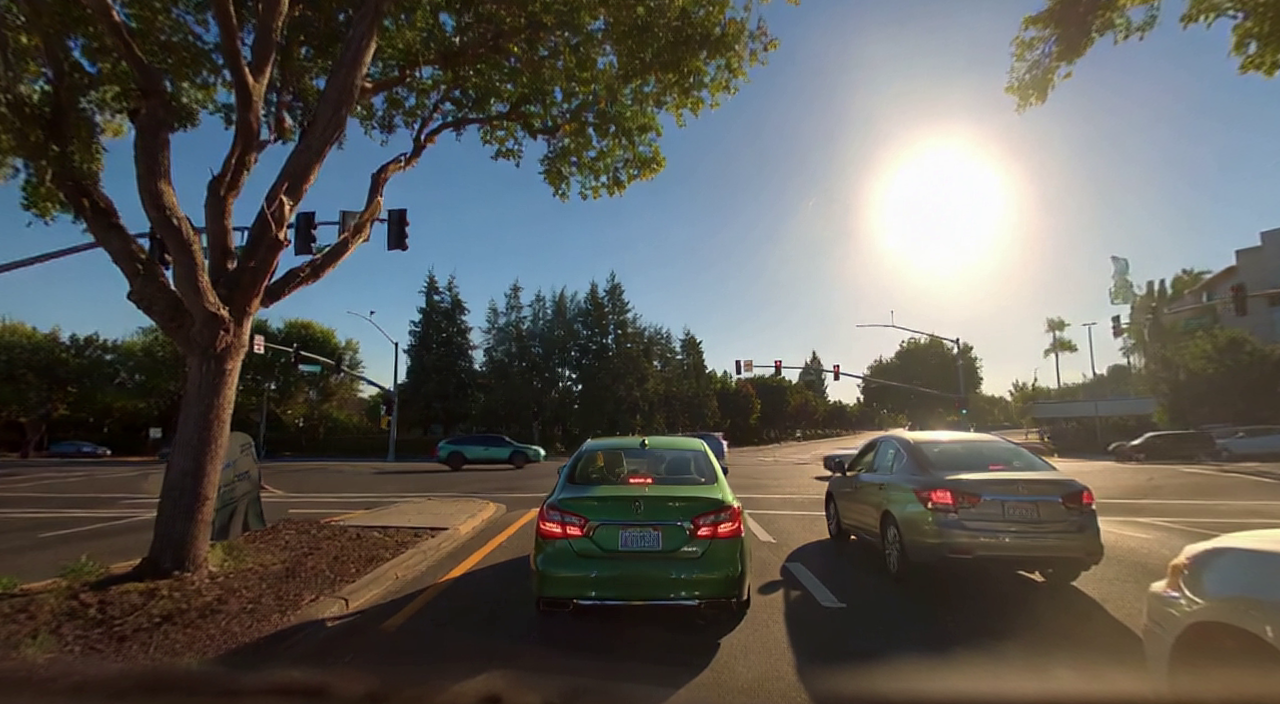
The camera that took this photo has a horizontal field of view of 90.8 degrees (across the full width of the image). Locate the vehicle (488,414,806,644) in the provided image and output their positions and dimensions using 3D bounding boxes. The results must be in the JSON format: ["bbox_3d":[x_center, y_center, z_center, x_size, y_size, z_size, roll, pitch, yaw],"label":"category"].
[{"bbox_3d":[0.043,1.443,6.193,2.026,1.458,4.175,0,-8,0],"label":"vehicle"}]

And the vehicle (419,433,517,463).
[{"bbox_3d":[-9.198,5.184,34.153,4.869,1.502,1.979,1,-9,-7],"label":"vehicle"}]

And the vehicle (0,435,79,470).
[{"bbox_3d":[-30.465,4.895,30.876,4.517,1.637,1.935,-1,-9,7],"label":"vehicle"}]

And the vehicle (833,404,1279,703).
[{"bbox_3d":[3.105,1.285,4.886,1.861,1.479,4.371,0,-8,0],"label":"vehicle"}]

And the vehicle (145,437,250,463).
[{"bbox_3d":[-26.003,5.786,37.231,4.828,1.467,1.963,-1,-8,5],"label":"vehicle"}]
